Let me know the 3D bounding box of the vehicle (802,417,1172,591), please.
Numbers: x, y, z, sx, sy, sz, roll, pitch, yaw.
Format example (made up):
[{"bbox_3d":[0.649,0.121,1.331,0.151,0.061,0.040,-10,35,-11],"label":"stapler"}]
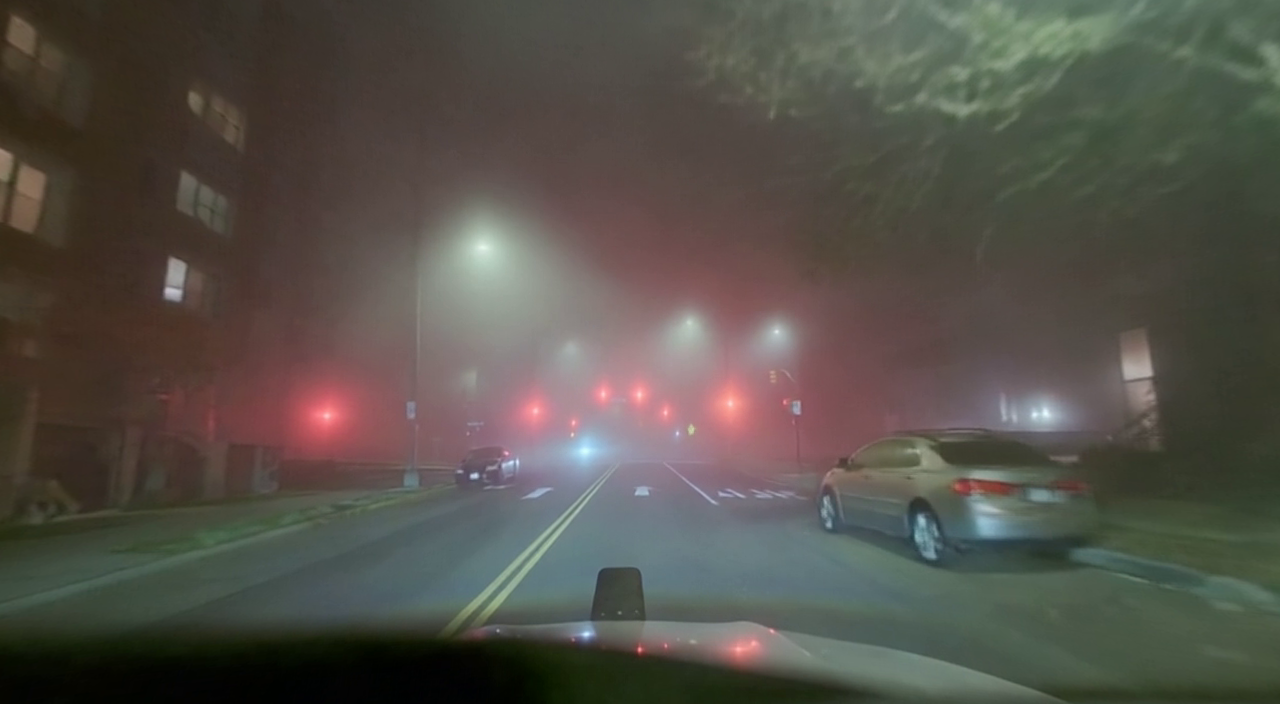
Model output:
[{"bbox_3d":[4.023,1.828,8.601,2.082,1.662,4.753,0,-8,-4],"label":"vehicle"}]

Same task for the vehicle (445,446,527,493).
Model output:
[{"bbox_3d":[-5.773,4.412,24.228,1.947,1.473,4.397,-4,-8,1],"label":"vehicle"}]

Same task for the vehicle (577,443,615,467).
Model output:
[{"bbox_3d":[-2.731,6.478,39.969,2.029,1.438,4.313,0,-8,1],"label":"vehicle"}]
